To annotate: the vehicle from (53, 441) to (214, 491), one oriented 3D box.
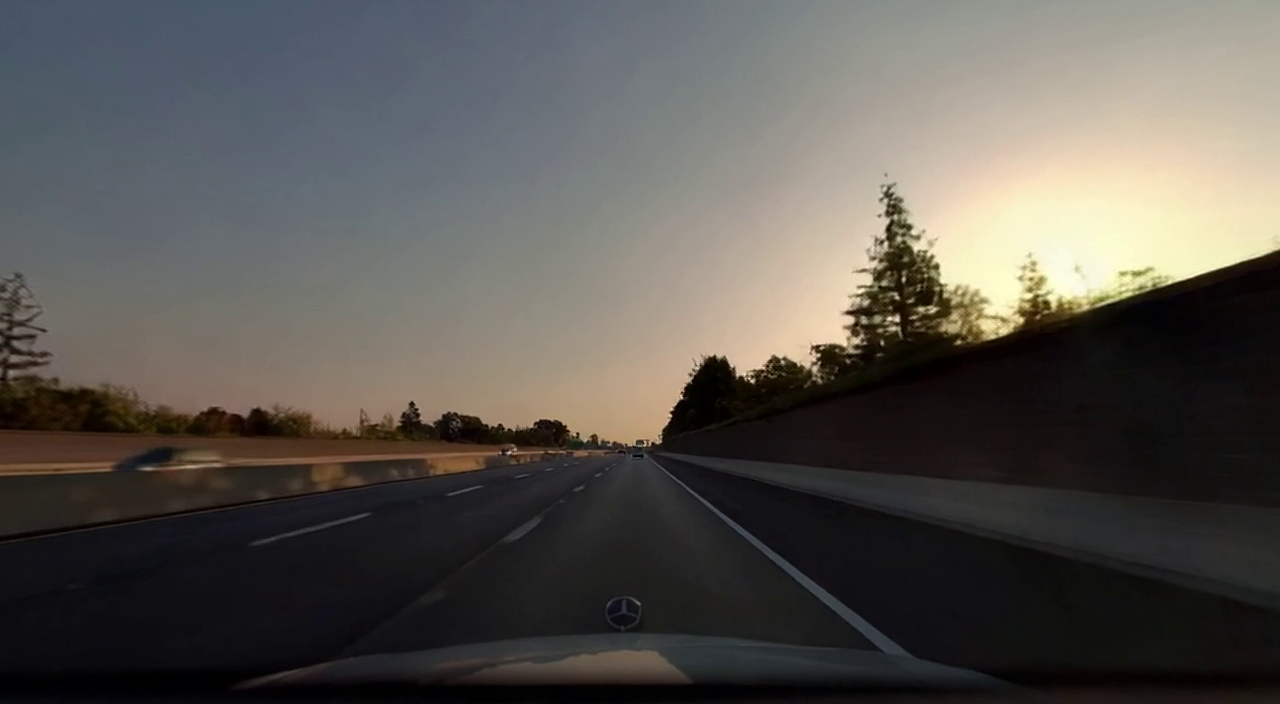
[{"bbox_3d":[-19.975,4.502,25.278,2.080,1.759,5.207,0,-9,0],"label":"vehicle"}]
